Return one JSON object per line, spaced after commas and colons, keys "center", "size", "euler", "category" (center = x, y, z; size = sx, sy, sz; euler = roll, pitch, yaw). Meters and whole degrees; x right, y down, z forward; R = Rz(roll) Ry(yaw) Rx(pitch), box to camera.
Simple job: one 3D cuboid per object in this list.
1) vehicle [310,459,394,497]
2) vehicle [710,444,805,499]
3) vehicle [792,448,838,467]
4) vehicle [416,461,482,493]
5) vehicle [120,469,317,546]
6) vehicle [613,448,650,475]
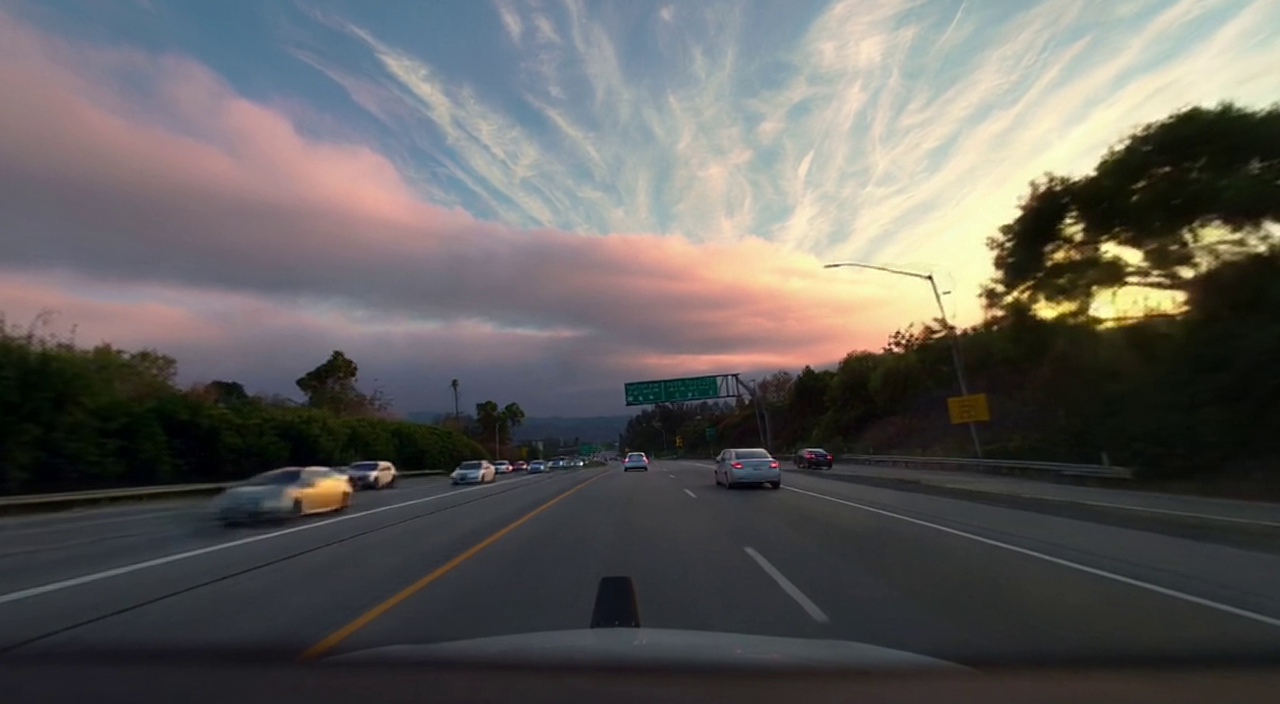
{"center": [-14.305, 6.264, 31.715], "size": [1.915, 1.624, 4.872], "euler": [0, -8, 0], "category": "vehicle"}
{"center": [3.475, 3.603, 19.508], "size": [1.972, 1.488, 4.335], "euler": [0, -8, -2], "category": "vehicle"}
{"center": [13.187, 7.963, 47.925], "size": [2.042, 1.390, 4.386], "euler": [0, -8, -3], "category": "vehicle"}
{"center": [-10.090, 6.630, 33.791], "size": [2.069, 1.447, 4.361], "euler": [0, -8, 1], "category": "vehicle"}
{"center": [-10.630, 3.909, 16.428], "size": [1.791, 1.523, 4.364], "euler": [-1, -8, 5], "category": "vehicle"}
{"center": [-0.477, 6.527, 37.869], "size": [2.090, 1.510, 4.280], "euler": [0, -8, 0], "category": "vehicle"}
